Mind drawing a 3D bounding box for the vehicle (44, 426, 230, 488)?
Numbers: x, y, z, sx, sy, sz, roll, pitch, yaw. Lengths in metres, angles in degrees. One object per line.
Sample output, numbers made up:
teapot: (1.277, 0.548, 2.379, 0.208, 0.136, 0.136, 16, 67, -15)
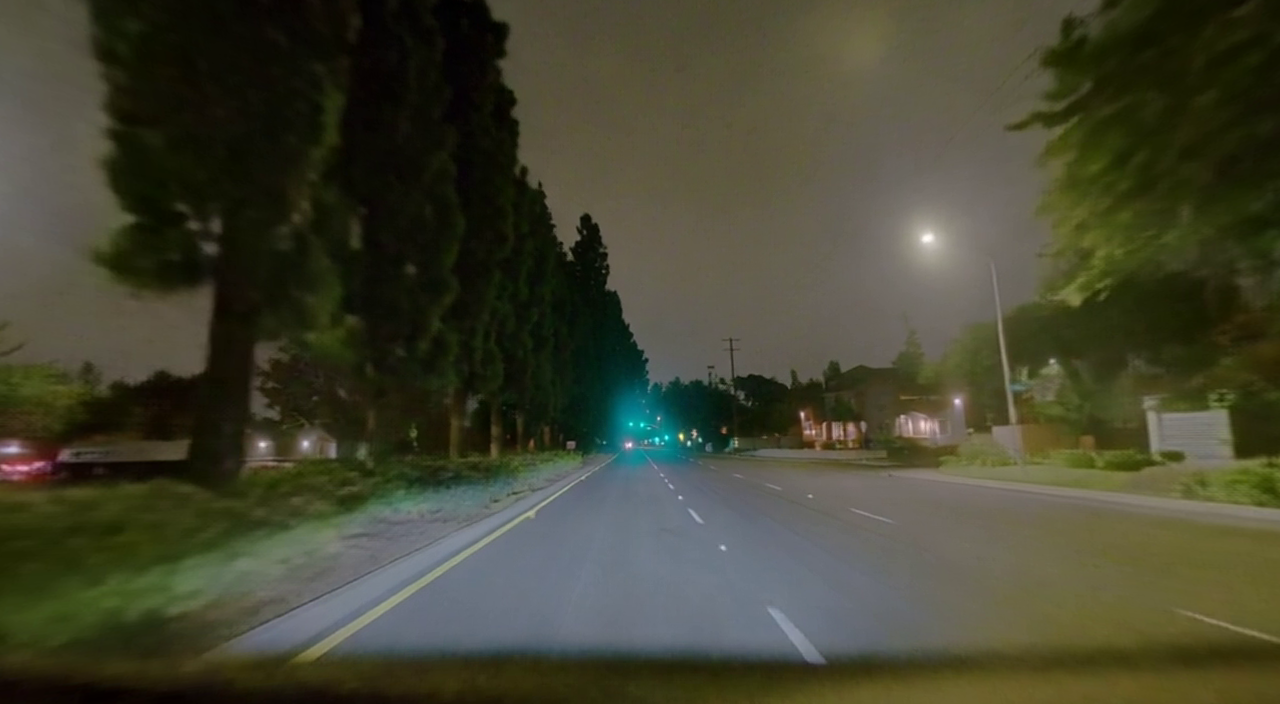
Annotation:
vehicle: (-28.922, 6.062, 36.556, 8.492, 3.055, 3.116, -4, -9, 6)

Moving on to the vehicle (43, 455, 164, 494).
vehicle: (-26.131, 5.946, 30.911, 1.862, 1.336, 4.115, -14, -11, 31)
